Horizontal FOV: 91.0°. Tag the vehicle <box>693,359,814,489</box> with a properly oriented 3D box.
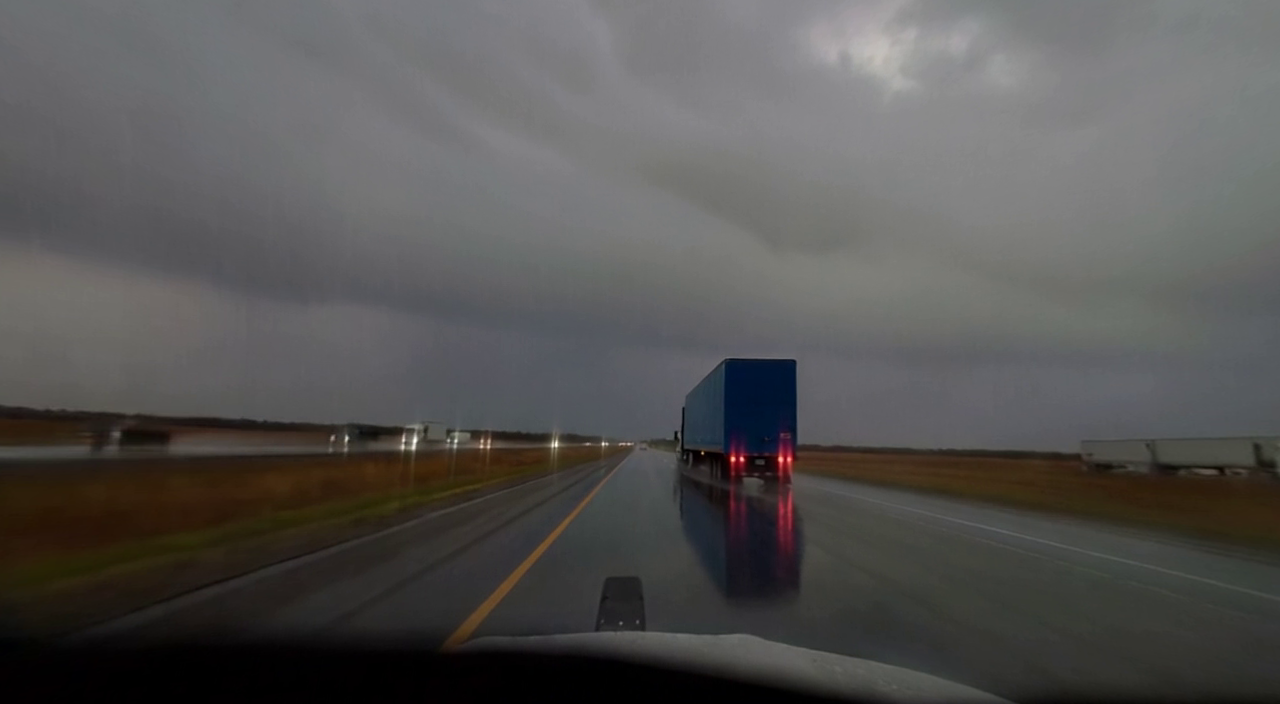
[{"bbox_3d":[4.197,3.314,26.913,2.818,4.206,12.987,0,-9,0],"label":"vehicle"}]

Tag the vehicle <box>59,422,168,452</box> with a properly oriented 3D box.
[{"bbox_3d":[-30.063,4.936,36.210,1.958,1.553,4.931,0,-9,0],"label":"vehicle"}]
